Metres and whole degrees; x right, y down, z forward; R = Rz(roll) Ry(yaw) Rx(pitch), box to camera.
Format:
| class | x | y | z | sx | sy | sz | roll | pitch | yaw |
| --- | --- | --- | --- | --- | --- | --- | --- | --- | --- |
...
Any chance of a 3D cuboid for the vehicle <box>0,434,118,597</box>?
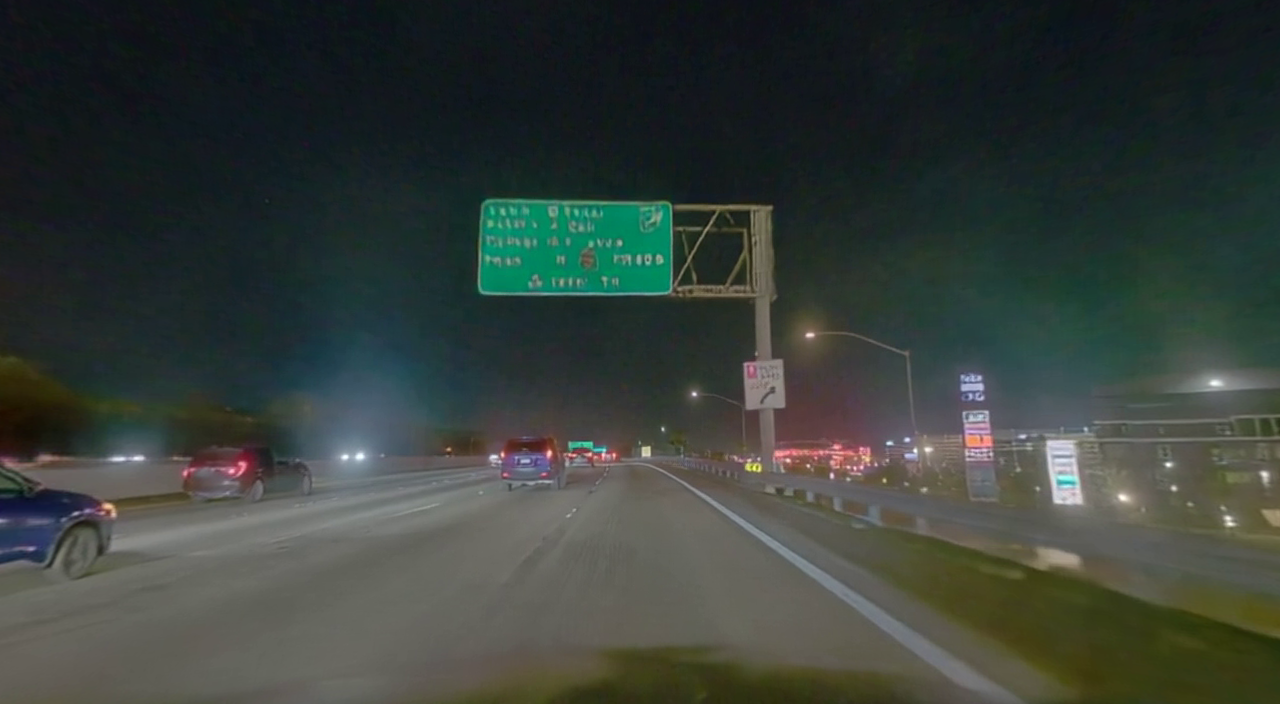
| class | x | y | z | sx | sy | sz | roll | pitch | yaw |
| --- | --- | --- | --- | --- | --- | --- | --- | --- | --- |
| vehicle | -6.901 | 1.474 | 5.477 | 1.796 | 1.509 | 3.393 | 0 | -8 | 0 |

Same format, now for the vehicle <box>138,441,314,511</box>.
| class | x | y | z | sx | sy | sz | roll | pitch | yaw |
| --- | --- | --- | --- | --- | --- | --- | --- | --- | --- |
| vehicle | -11.124 | 3.318 | 17.440 | 1.919 | 1.665 | 4.394 | 0 | -8 | -1 |

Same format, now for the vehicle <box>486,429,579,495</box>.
| class | x | y | z | sx | sy | sz | roll | pitch | yaw |
| --- | --- | --- | --- | --- | --- | --- | --- | --- | --- |
| vehicle | -3.540 | 3.755 | 22.008 | 2.301 | 1.985 | 5.247 | 0 | -8 | 0 |
